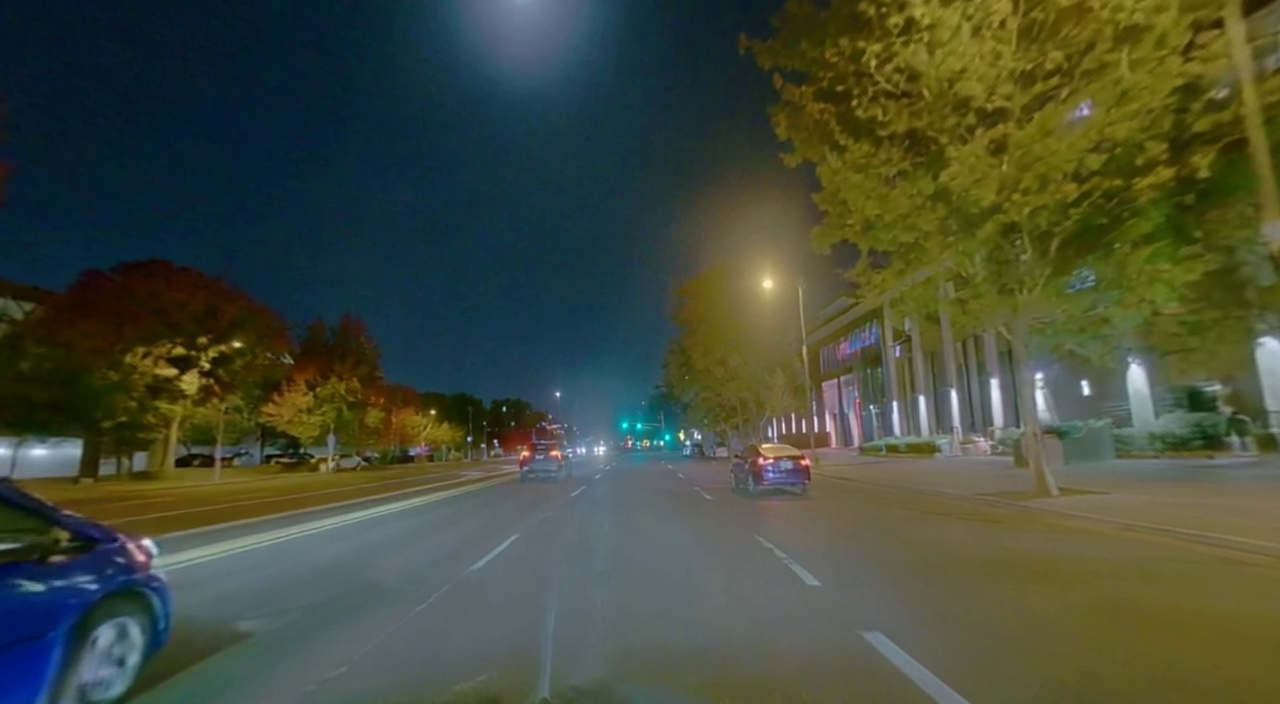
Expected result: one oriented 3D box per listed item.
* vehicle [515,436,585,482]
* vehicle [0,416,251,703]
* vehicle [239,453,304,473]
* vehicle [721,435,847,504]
[{"bbox_3d":[-3.603,4.395,26.205,2.145,1.694,4.642,0,-8,1],"label":"vehicle"},{"bbox_3d":[-3.610,0.910,1.908,2.060,1.466,4.387,0,-8,0],"label":"vehicle"},{"bbox_3d":[-29.012,8.723,49.792,3.907,1.533,1.829,0,-8,-1],"label":"vehicle"},{"bbox_3d":[3.471,2.925,16.232,1.961,1.482,4.538,0,-8,-3],"label":"vehicle"}]
